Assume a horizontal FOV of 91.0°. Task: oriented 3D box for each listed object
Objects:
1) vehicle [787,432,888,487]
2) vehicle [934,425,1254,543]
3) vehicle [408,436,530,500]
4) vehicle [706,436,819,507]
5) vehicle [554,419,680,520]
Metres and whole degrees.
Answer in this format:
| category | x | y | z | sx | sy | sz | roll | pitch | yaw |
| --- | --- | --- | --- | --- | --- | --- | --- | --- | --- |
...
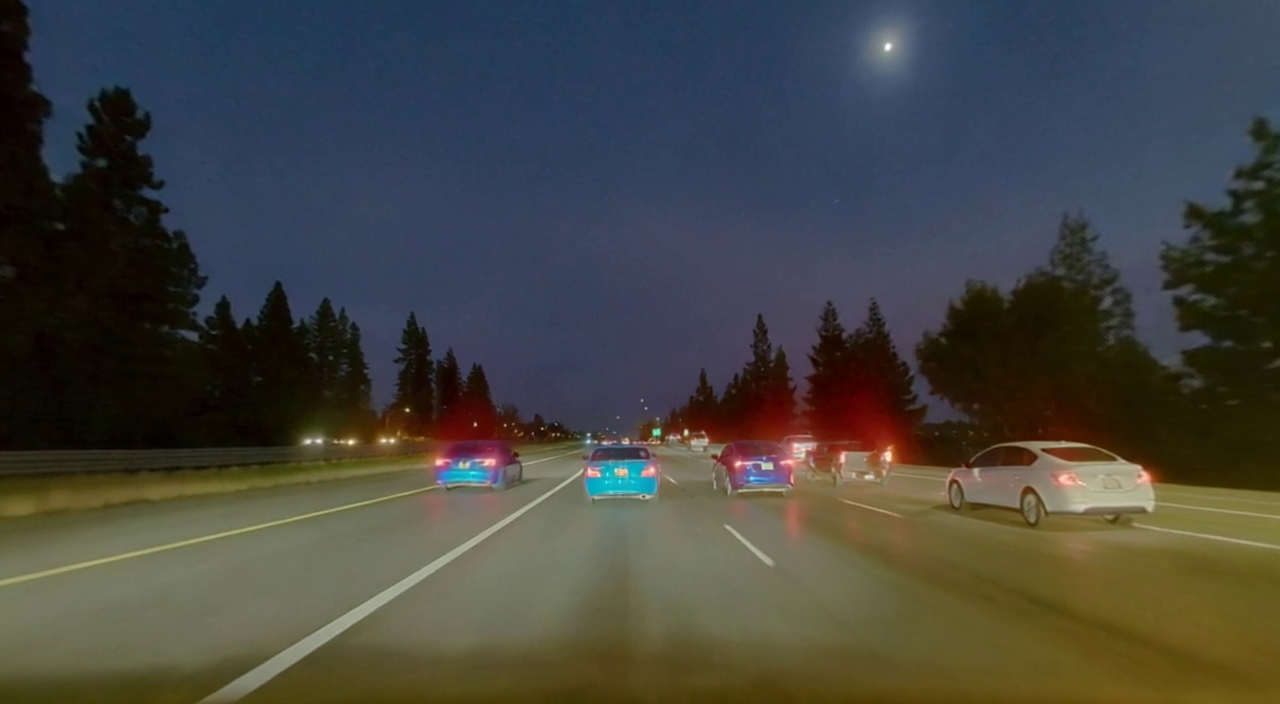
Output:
| category | x | y | z | sx | sy | sz | roll | pitch | yaw |
| --- | --- | --- | --- | --- | --- | --- | --- | --- | --- |
| vehicle | 6.861 | 3.805 | 22.439 | 2.022 | 1.735 | 4.400 | 1 | -9 | -2 |
| vehicle | 7.547 | 2.234 | 11.304 | 2.106 | 1.641 | 4.671 | 1 | -9 | -2 |
| vehicle | -4.605 | 3.205 | 17.815 | 2.071 | 1.537 | 4.912 | 0 | -9 | 0 |
| vehicle | 2.912 | 2.947 | 15.973 | 1.975 | 1.532 | 4.227 | 1 | -9 | -1 |
| vehicle | -0.420 | 2.346 | 13.010 | 2.181 | 1.728 | 3.970 | 0 | -9 | -1 |
